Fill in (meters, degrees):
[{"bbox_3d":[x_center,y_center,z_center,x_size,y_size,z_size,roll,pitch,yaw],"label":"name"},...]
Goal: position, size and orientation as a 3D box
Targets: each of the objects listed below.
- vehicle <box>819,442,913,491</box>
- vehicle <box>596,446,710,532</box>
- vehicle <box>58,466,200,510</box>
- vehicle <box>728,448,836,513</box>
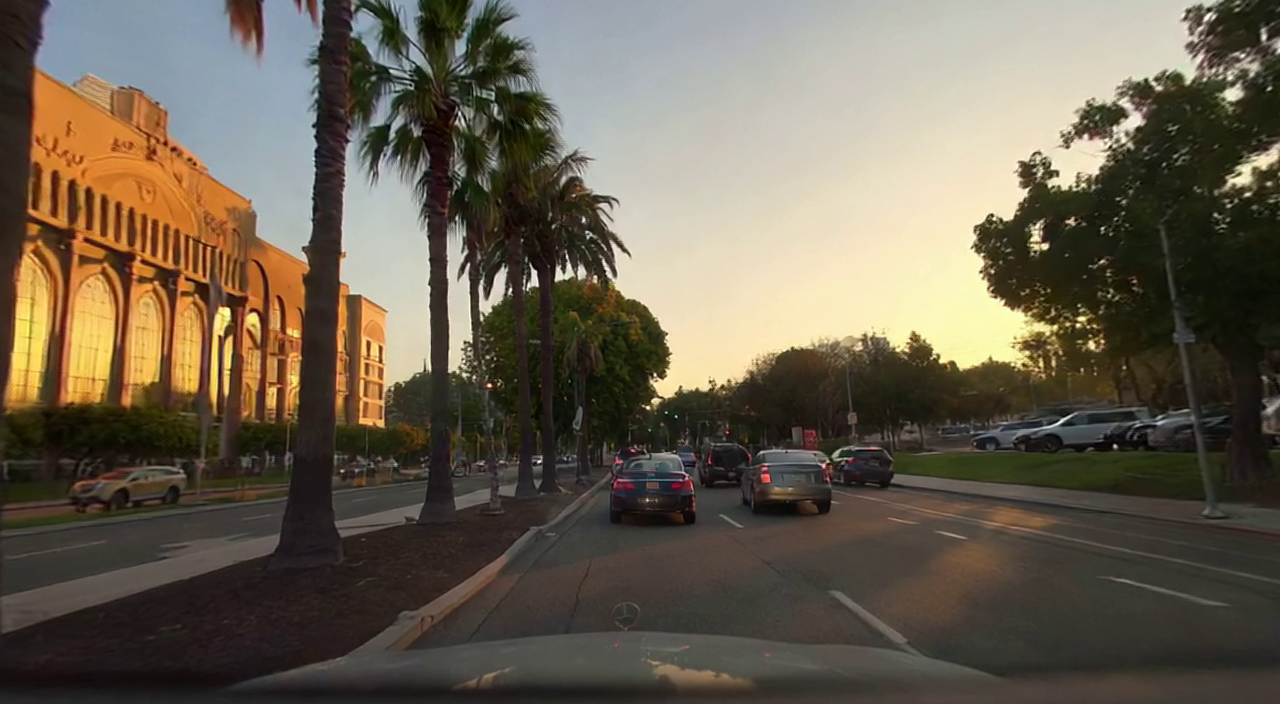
[{"bbox_3d":[8.799,4.483,25.119,1.994,1.715,4.777,0,-8,0],"label":"vehicle"},{"bbox_3d":[0.217,2.749,13.317,2.050,1.521,3.747,0,-8,-1],"label":"vehicle"},{"bbox_3d":[-20.673,5.490,25.866,1.990,1.481,4.509,0,-8,0],"label":"vehicle"},{"bbox_3d":[3.605,3.315,16.837,1.833,1.465,4.258,0,-8,-1],"label":"vehicle"}]
